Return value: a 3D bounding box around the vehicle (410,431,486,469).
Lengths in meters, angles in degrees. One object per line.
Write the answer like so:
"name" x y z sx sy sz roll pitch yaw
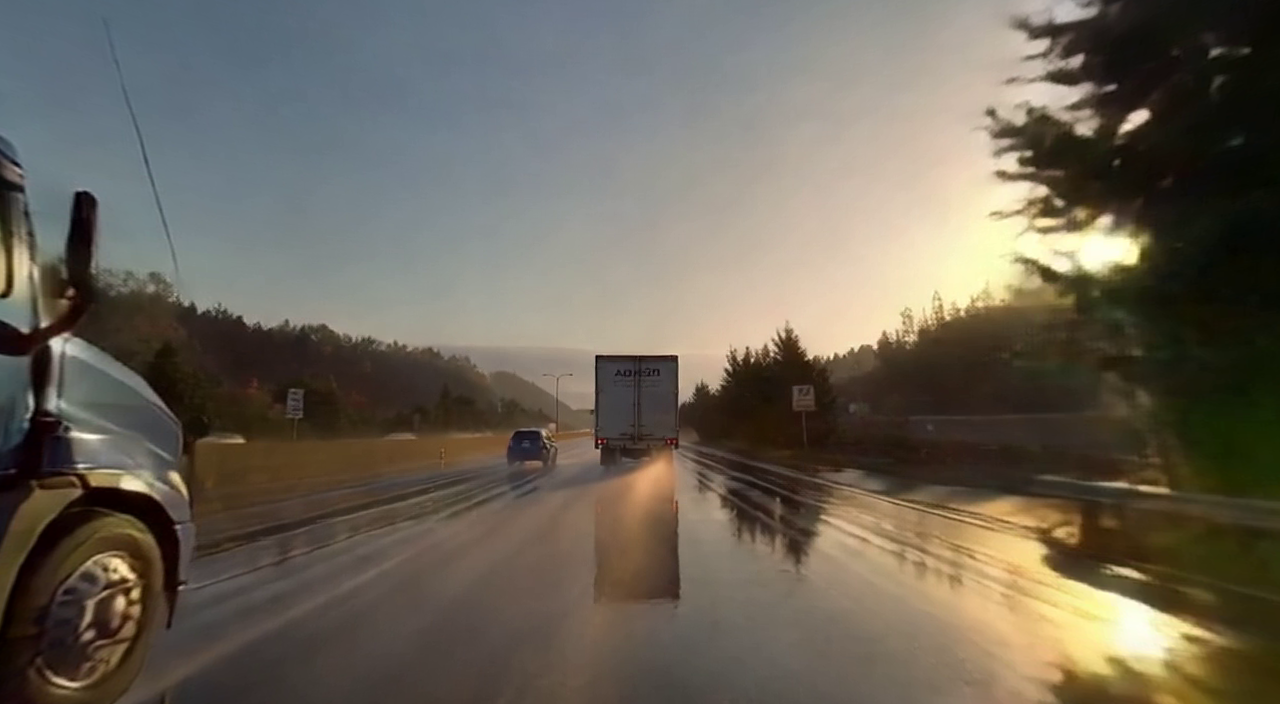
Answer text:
"vehicle" -8.492 4.355 28.249 1.976 1.510 4.604 0 -8 0

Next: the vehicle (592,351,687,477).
"vehicle" -0.199 2.727 26.063 3.118 4.106 10.719 0 -8 -2

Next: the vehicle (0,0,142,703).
"vehicle" -4.381 -0.510 0.522 3.007 4.031 6.044 0 -7 -3

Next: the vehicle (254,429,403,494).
"vehicle" -8.090 2.837 16.815 1.943 1.500 4.011 0 -8 -1

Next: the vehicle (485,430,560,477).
"vehicle" -4.030 3.541 22.220 1.933 1.492 3.838 0 -8 -1
